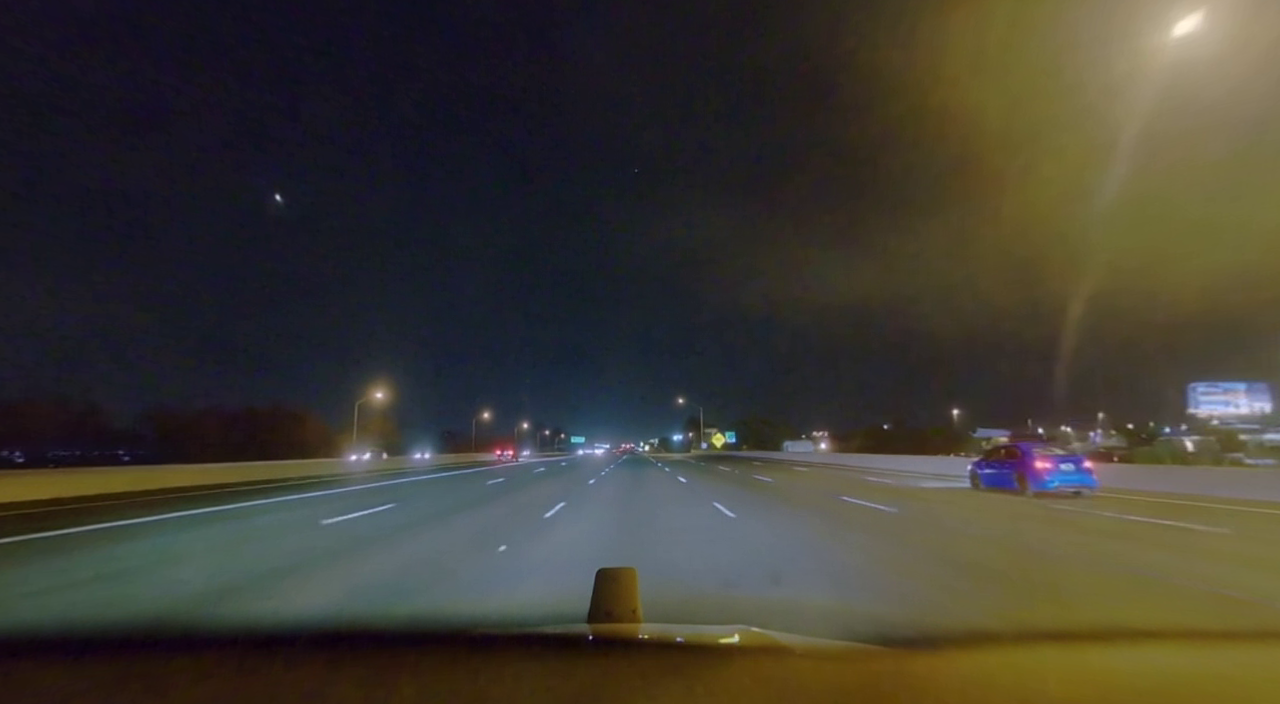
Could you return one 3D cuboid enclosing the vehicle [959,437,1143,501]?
[{"bbox_3d":[10.996,3.141,17.419,1.985,1.493,4.486,0,-9,-1],"label":"vehicle"}]
